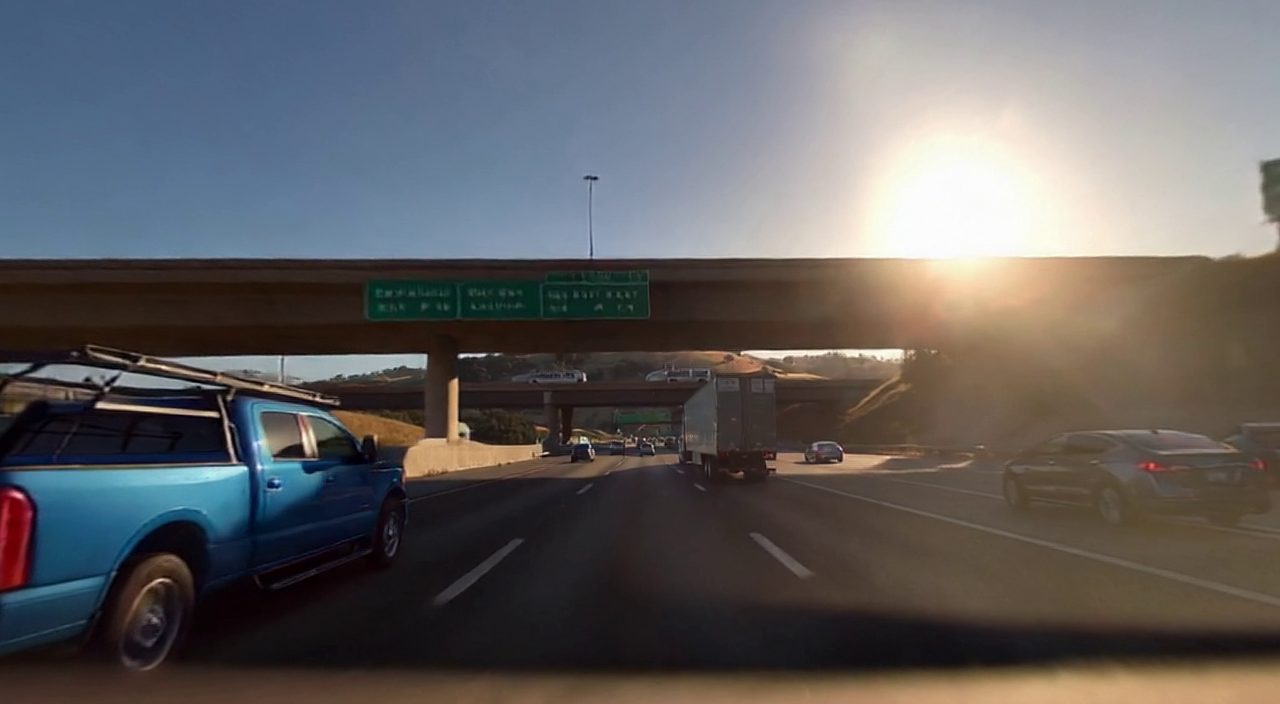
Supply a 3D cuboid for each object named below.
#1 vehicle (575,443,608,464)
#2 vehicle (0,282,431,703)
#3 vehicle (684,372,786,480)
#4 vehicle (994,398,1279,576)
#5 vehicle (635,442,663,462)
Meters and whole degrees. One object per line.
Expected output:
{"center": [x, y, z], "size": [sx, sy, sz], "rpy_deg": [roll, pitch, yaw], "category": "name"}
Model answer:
{"center": [-3.523, 7.470, 46.674], "size": [2.077, 1.446, 4.106], "rpy_deg": [0, -8, 0], "category": "vehicle"}
{"center": [-3.939, 1.067, 4.709], "size": [2.599, 2.054, 6.288], "rpy_deg": [0, -8, 0], "category": "vehicle"}
{"center": [3.999, 3.709, 30.066], "size": [2.885, 4.036, 12.891], "rpy_deg": [0, -8, 0], "category": "vehicle"}
{"center": [7.084, 1.630, 8.405], "size": [1.999, 1.700, 4.640], "rpy_deg": [0, -8, 0], "category": "vehicle"}
{"center": [0.672, 7.699, 48.436], "size": [2.092, 1.446, 4.092], "rpy_deg": [0, -8, 0], "category": "vehicle"}
